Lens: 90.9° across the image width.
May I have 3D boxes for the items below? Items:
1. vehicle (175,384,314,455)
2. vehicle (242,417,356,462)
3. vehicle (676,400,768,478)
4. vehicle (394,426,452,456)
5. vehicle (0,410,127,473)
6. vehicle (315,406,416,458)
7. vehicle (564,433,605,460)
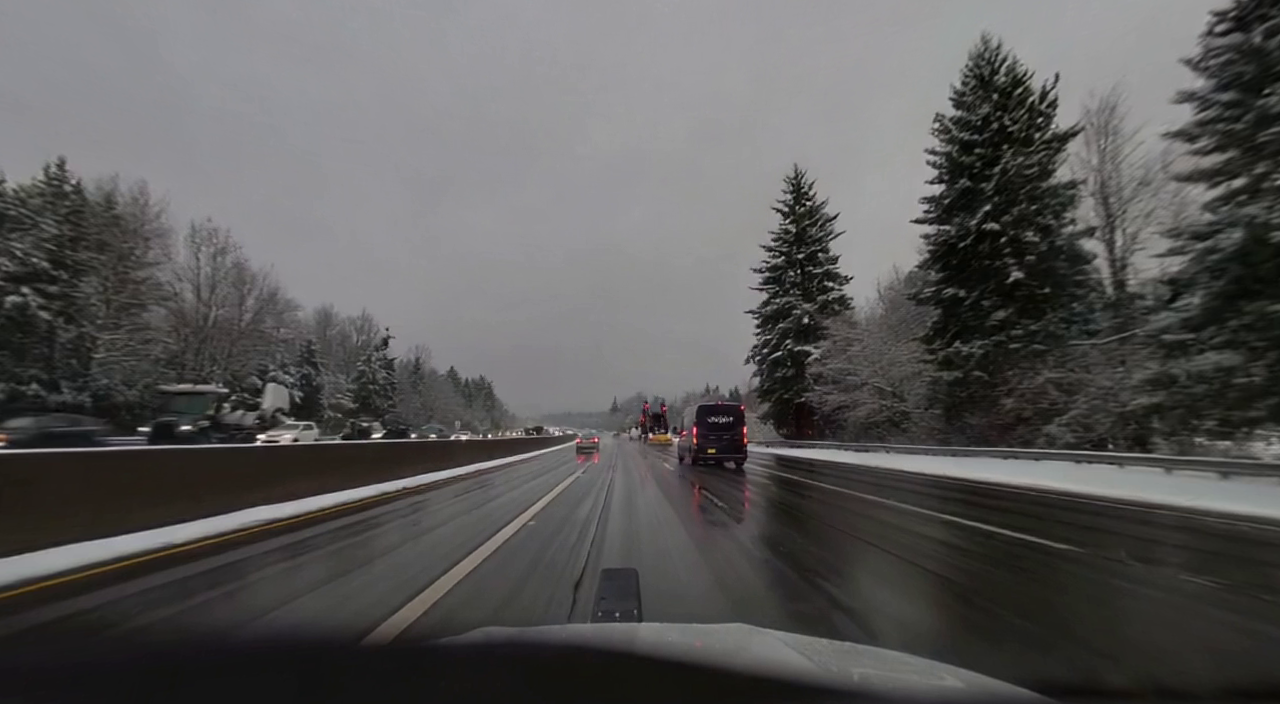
[{"bbox_3d":[-23.016,4.122,37.446,2.994,3.779,8.255,0,-8,-1],"label":"vehicle"},{"bbox_3d":[-15.050,3.908,28.273,2.387,1.839,5.110,0,-8,-2],"label":"vehicle"},{"bbox_3d":[2.839,3.226,23.472,2.386,2.509,5.880,0,-8,-3],"label":"vehicle"},{"bbox_3d":[-12.191,5.034,35.673,1.883,1.546,4.149,0,-8,-2],"label":"vehicle"},{"bbox_3d":[-18.861,2.828,19.954,1.857,1.778,3.999,0,-8,-2],"label":"vehicle"},{"bbox_3d":[-15.341,4.574,35.834,2.663,2.619,7.101,0,-8,-1],"label":"vehicle"},{"bbox_3d":[-3.249,5.631,37.693,2.217,1.502,4.222,0,-8,-2],"label":"vehicle"}]
